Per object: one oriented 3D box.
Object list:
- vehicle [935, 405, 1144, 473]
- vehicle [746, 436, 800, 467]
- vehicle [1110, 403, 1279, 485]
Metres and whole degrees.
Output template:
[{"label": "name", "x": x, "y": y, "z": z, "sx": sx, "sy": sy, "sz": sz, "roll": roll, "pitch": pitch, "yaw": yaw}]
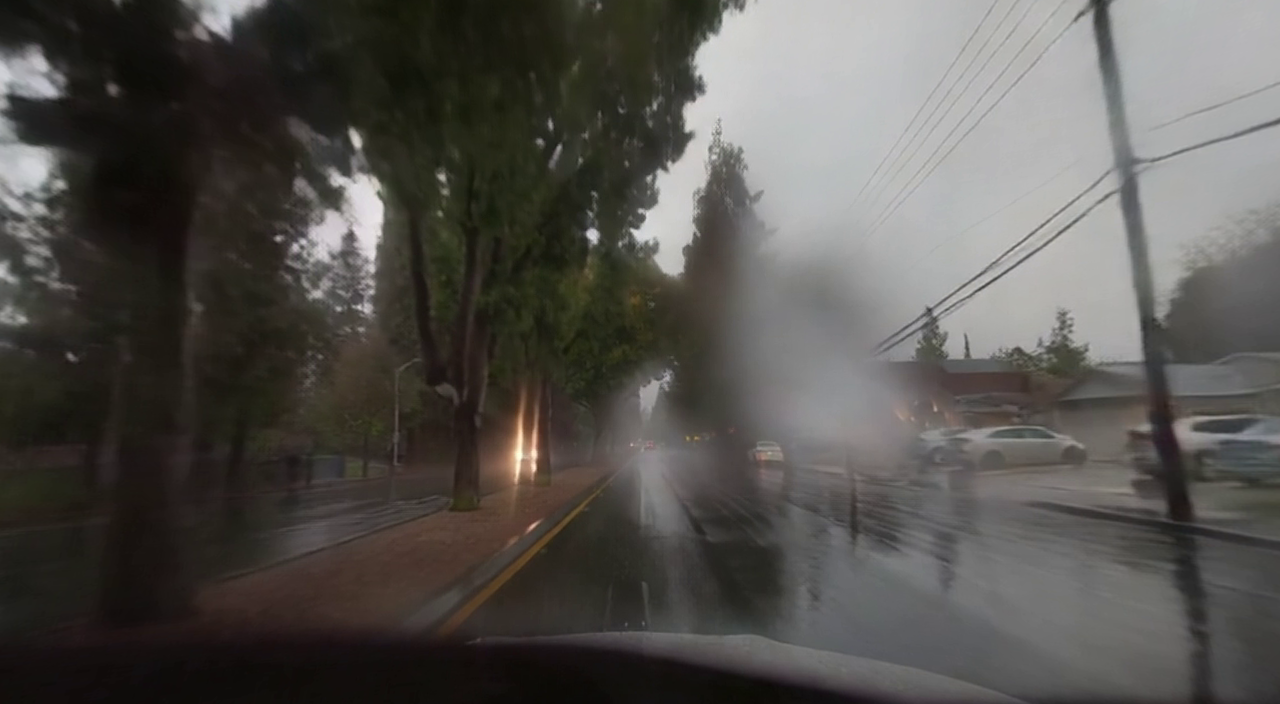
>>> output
[{"label": "vehicle", "x": 14.515, "y": 3.218, "z": 23.318, "sx": 5.886, "sy": 2.000, "sz": 2.372, "roll": -4, "pitch": -9, "yaw": 5}, {"label": "vehicle", "x": 8.115, "y": 6.101, "z": 38.928, "sx": 2.200, "sy": 1.783, "sz": 4.682, "roll": 0, "pitch": -8, "yaw": -1}, {"label": "vehicle", "x": 15.026, "y": 2.255, "z": 15.577, "sx": 4.975, "sy": 1.849, "sz": 2.334, "roll": 0, "pitch": -8, "yaw": -3}]
